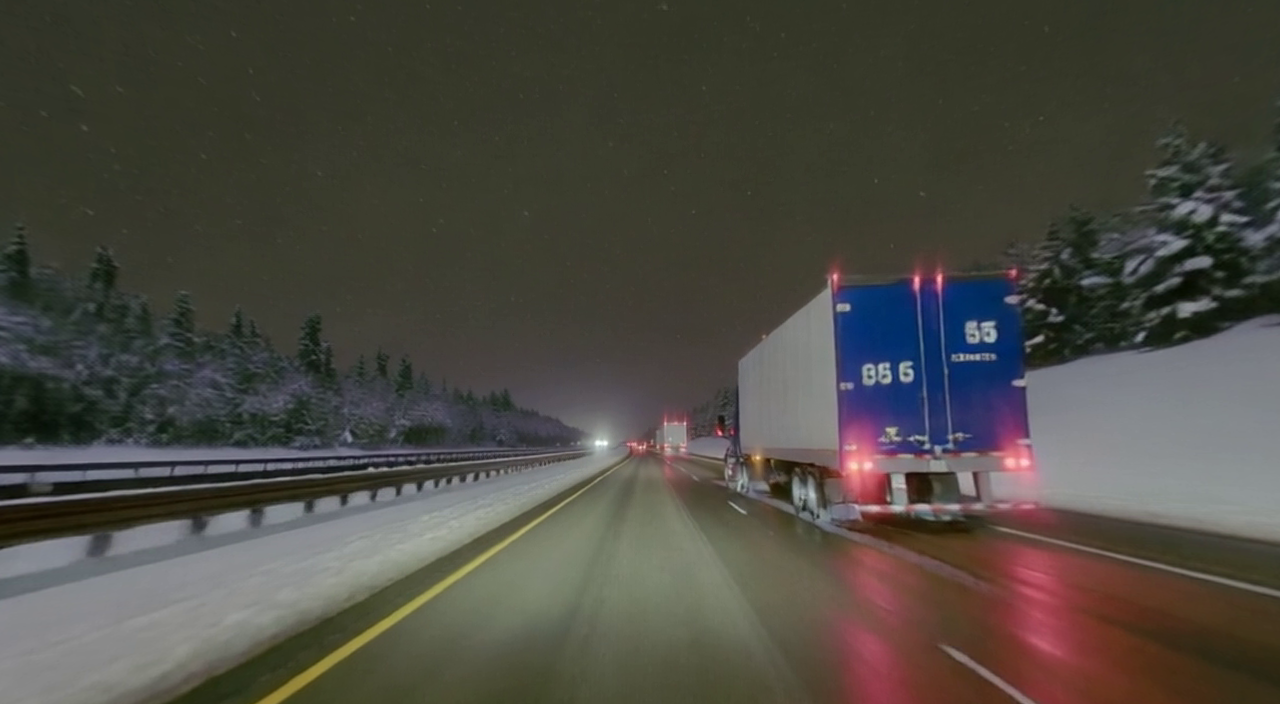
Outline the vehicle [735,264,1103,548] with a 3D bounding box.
[{"bbox_3d":[4.338,1.433,13.321,3.107,3.718,10.231,0,-9,0],"label":"vehicle"}]
